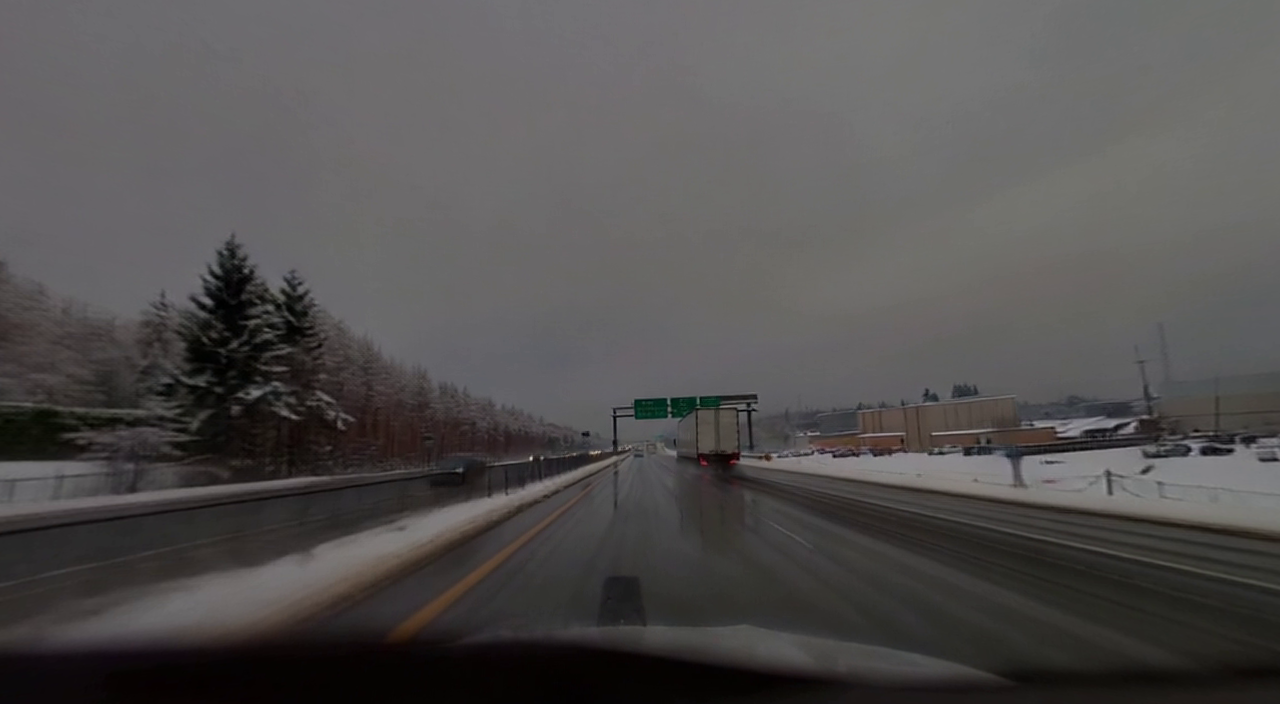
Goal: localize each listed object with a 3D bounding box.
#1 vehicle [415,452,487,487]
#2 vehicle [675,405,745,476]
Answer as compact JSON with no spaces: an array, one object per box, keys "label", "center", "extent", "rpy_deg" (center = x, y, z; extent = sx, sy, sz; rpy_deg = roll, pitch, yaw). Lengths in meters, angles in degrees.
[{"label":"vehicle","center":[-8.801,5.477,29.746],"extent":[1.941,1.495,4.607],"rpy_deg":[0,-9,0]},{"label":"vehicle","center":[4.399,6.096,43.150],"extent":[3.038,4.047,13.741],"rpy_deg":[0,-9,-1]}]
